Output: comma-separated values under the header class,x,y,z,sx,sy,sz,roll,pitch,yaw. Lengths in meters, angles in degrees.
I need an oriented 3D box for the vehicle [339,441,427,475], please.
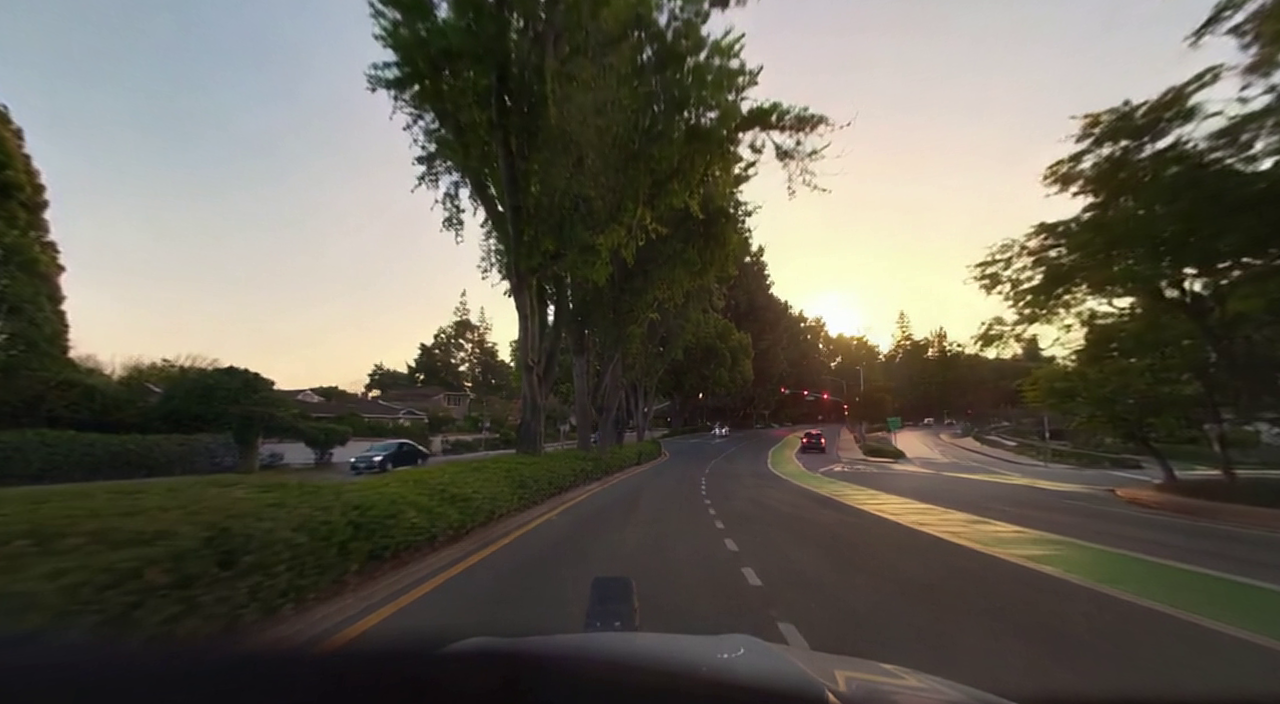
class,x,y,z,sx,sy,sz,roll,pitch,yaw
vehicle,-13.012,5.406,32.417,2.061,1.559,4.729,-1,-9,7
